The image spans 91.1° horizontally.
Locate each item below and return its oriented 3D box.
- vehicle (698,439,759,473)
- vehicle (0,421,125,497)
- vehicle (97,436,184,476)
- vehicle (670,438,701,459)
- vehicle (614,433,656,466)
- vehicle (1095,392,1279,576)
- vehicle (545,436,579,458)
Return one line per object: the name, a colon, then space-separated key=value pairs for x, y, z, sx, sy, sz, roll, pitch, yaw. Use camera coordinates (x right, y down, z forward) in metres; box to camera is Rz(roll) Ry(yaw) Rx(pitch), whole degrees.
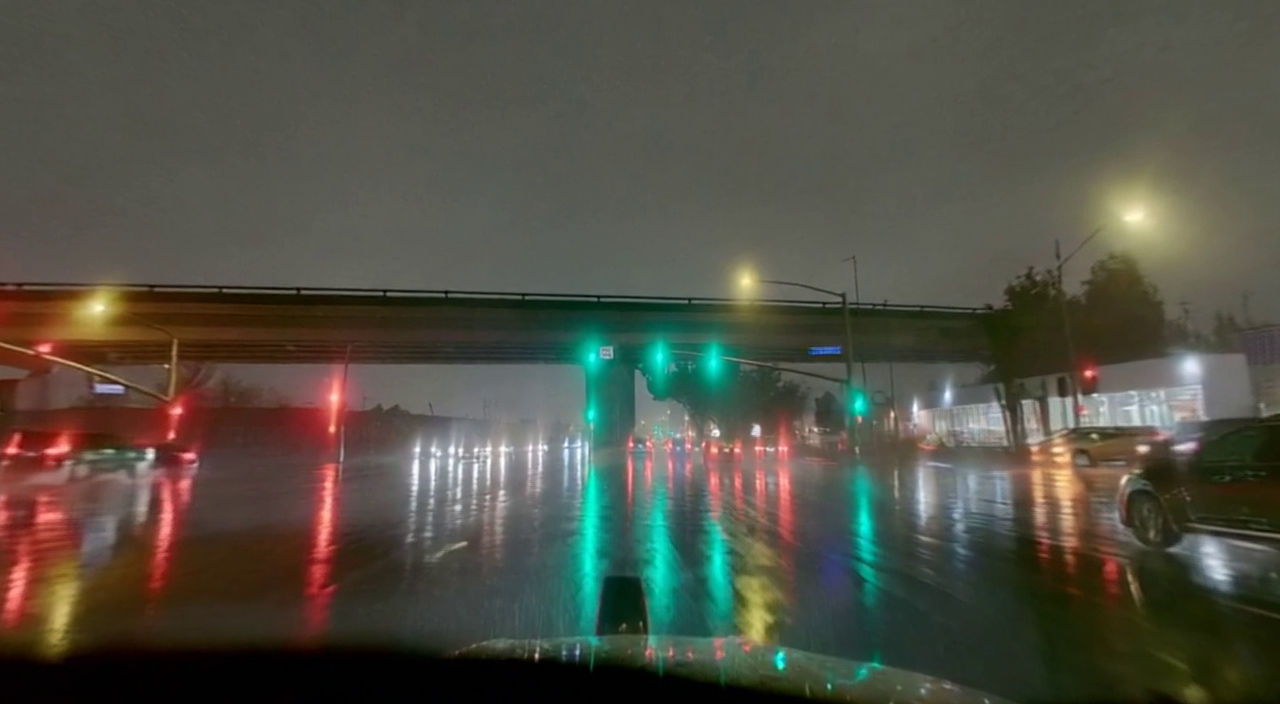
vehicle: x=3.931 y=4.703 z=28.732 sx=2.156 sy=1.404 sz=4.120 roll=0 pitch=-8 yaw=0
vehicle: x=-18.069 y=3.254 z=19.632 sx=2.485 sy=2.012 sz=5.498 roll=8 pitch=-11 yaw=-43
vehicle: x=-23.378 y=4.804 z=29.305 sx=4.300 sy=1.666 sz=2.094 roll=-5 pitch=-11 yaw=38
vehicle: x=3.492 y=7.496 z=49.002 sx=2.119 sy=1.509 sz=4.495 roll=0 pitch=-8 yaw=0
vehicle: x=-0.250 y=5.323 z=34.511 sx=2.172 sy=1.694 sz=4.055 roll=0 pitch=-8 yaw=1
vehicle: x=6.785 y=1.224 z=5.854 sx=1.964 sy=1.647 sz=4.114 roll=0 pitch=-8 yaw=0
vehicle: x=-5.972 y=7.386 z=48.461 sx=1.971 sy=1.542 sz=4.377 roll=-1 pitch=-10 yaw=2
